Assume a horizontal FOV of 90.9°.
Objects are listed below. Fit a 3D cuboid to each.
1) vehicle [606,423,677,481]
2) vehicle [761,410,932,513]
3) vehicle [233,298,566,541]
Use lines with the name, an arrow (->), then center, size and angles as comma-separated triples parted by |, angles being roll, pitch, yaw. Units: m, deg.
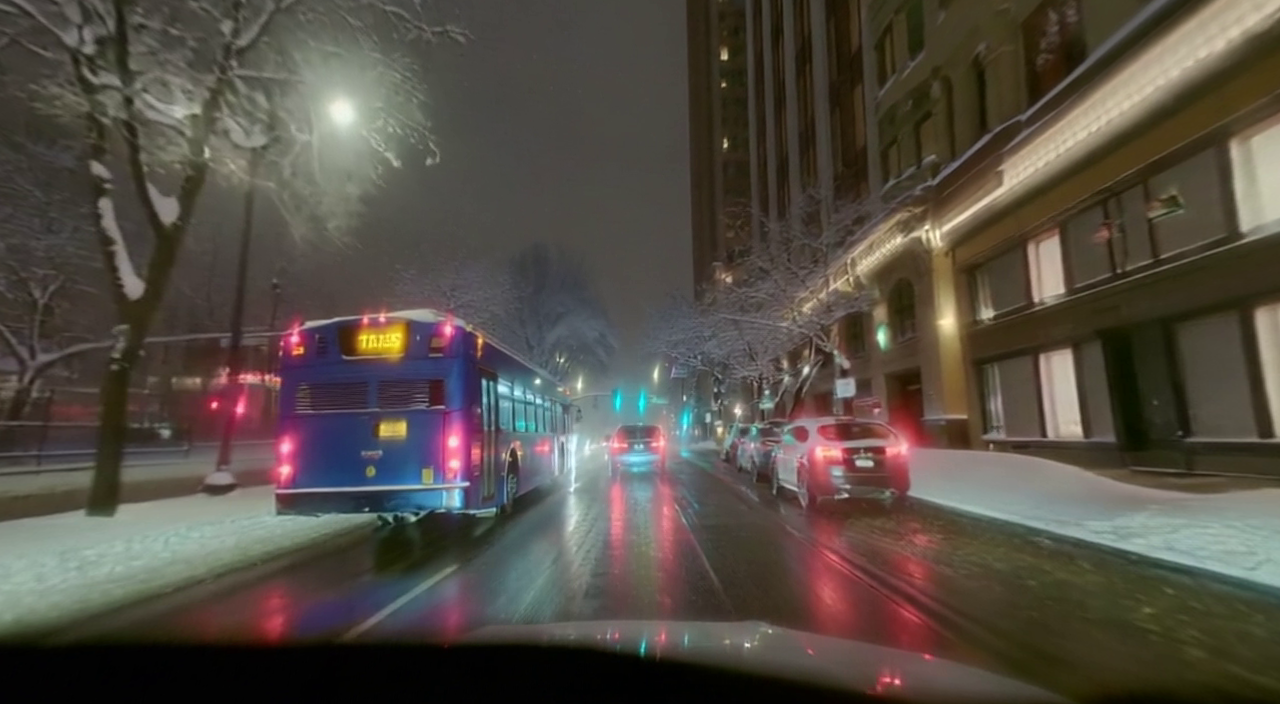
vehicle -> 0.072, 3.296, 20.950 | 2.120, 1.727, 3.917 | 0, -8, 1
vehicle -> 4.038, 2.254, 13.320 | 2.138, 1.787, 4.522 | 0, -8, 1
vehicle -> -3.305, 1.458, 11.777 | 2.920, 2.884, 8.588 | 0, -9, -1
